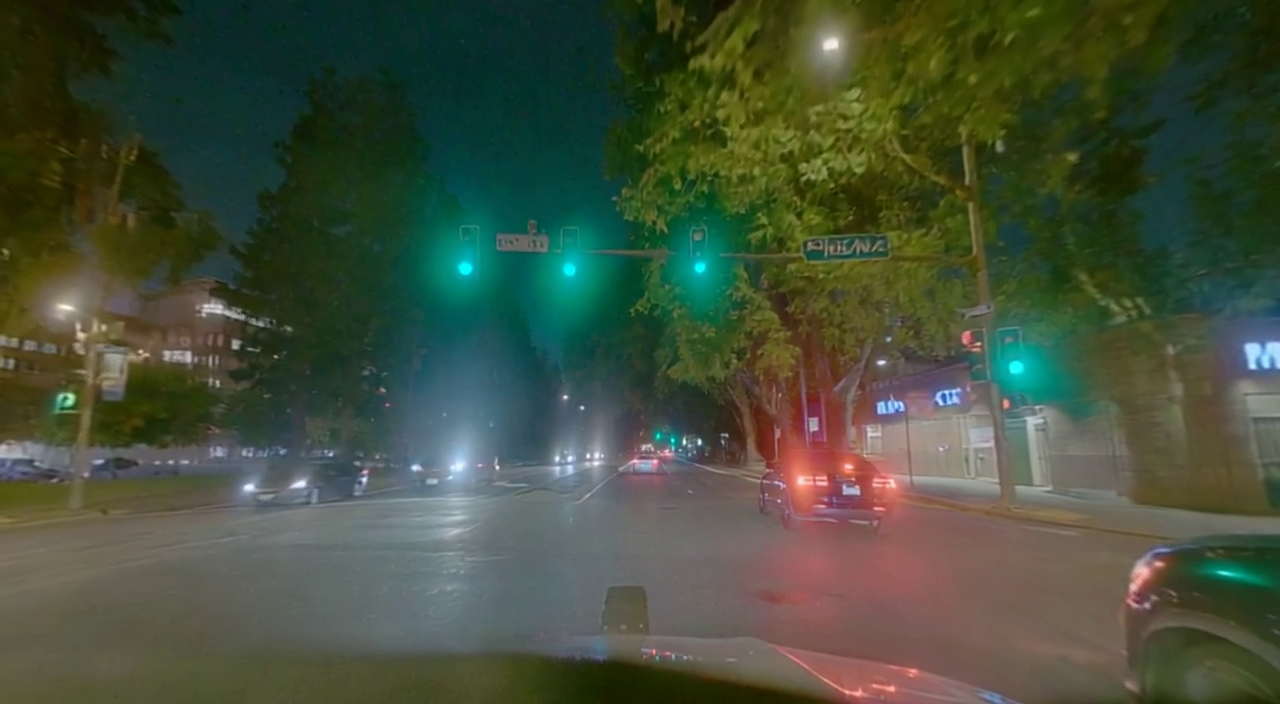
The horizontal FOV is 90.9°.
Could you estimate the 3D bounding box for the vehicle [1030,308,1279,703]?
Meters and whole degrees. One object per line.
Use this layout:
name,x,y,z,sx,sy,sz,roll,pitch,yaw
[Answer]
vehicle,3.098,0.590,0.962,2.143,1.759,4.531,0,-9,1

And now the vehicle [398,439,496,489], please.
vehicle,-8.178,4.784,27.456,2.329,1.921,5.842,0,-8,1

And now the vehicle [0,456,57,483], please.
vehicle,-44.373,8.249,44.435,4.430,1.765,2.075,0,-9,1

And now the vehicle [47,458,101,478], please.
vehicle,-44.480,9.096,49.594,1.681,1.455,4.021,2,-10,-20

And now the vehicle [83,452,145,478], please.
vehicle,-41.174,8.800,49.459,1.843,1.902,4.182,2,-9,-12

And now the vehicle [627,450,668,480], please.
vehicle,0.365,5.596,31.455,1.945,1.343,3.827,0,-8,1

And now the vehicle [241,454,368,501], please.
vehicle,-11.986,4.497,22.978,2.022,1.459,4.670,0,-8,1

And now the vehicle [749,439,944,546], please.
vehicle,3.279,2.295,10.996,1.989,1.498,4.050,0,-8,-1
